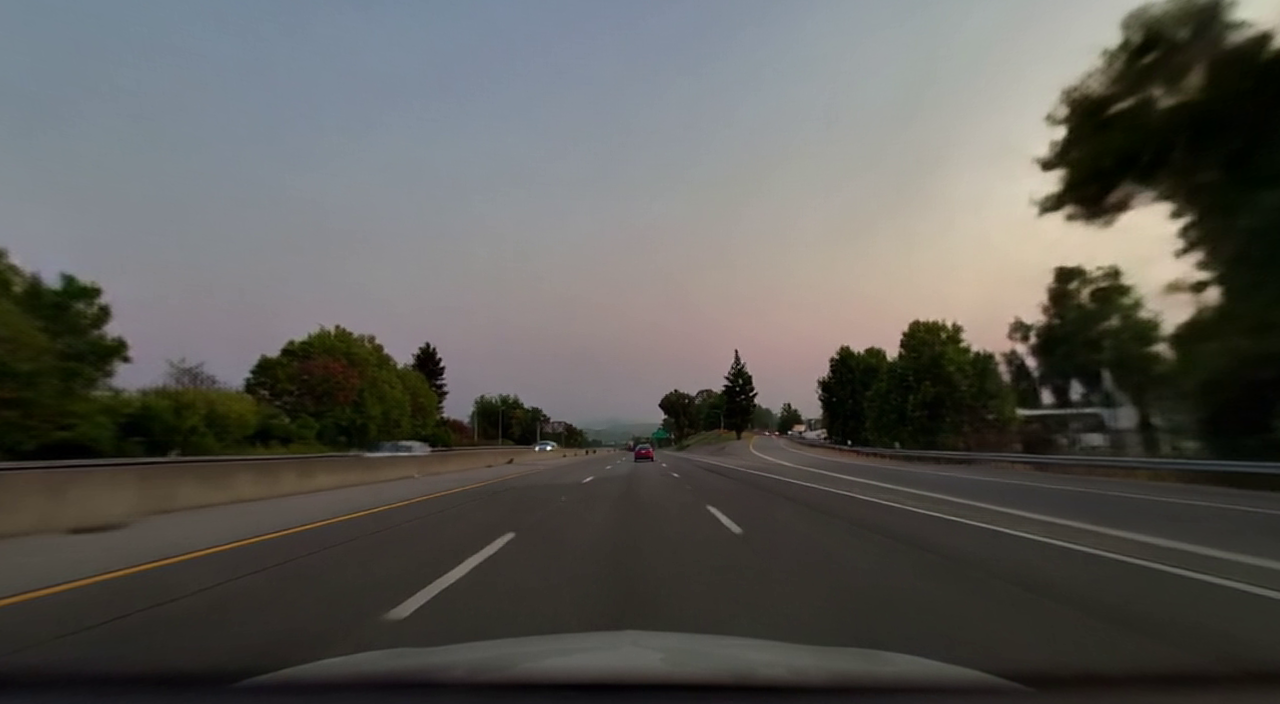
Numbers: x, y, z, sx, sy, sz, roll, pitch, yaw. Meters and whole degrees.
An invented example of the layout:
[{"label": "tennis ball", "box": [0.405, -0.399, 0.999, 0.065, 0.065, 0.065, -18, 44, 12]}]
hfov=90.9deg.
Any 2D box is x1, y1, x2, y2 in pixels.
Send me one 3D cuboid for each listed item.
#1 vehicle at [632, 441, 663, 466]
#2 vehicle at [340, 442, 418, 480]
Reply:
[{"label": "vehicle", "box": [0.516, 7.165, 44.639, 2.087, 1.682, 4.388, 0, -9, 0]}, {"label": "vehicle", "box": [-12.258, 5.114, 29.901, 1.911, 1.637, 4.205, 0, -9, 0]}]
